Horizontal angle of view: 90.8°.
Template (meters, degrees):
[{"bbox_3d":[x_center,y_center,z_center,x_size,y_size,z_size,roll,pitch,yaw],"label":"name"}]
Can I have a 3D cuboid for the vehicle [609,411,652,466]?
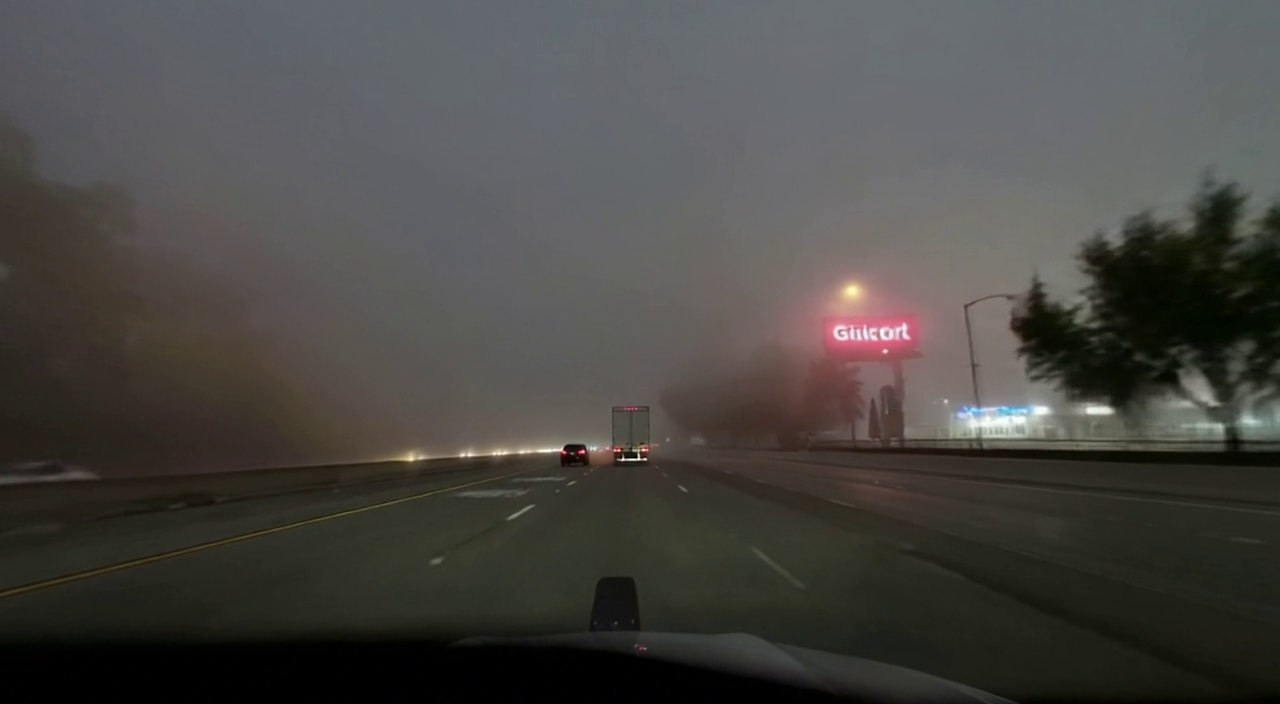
[{"bbox_3d":[-0.635,6.859,49.488,3.000,3.786,11.740,0,-9,0],"label":"vehicle"}]

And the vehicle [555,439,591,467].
[{"bbox_3d":[-4.794,7.332,45.933,2.095,1.930,4.680,0,-9,0],"label":"vehicle"}]
